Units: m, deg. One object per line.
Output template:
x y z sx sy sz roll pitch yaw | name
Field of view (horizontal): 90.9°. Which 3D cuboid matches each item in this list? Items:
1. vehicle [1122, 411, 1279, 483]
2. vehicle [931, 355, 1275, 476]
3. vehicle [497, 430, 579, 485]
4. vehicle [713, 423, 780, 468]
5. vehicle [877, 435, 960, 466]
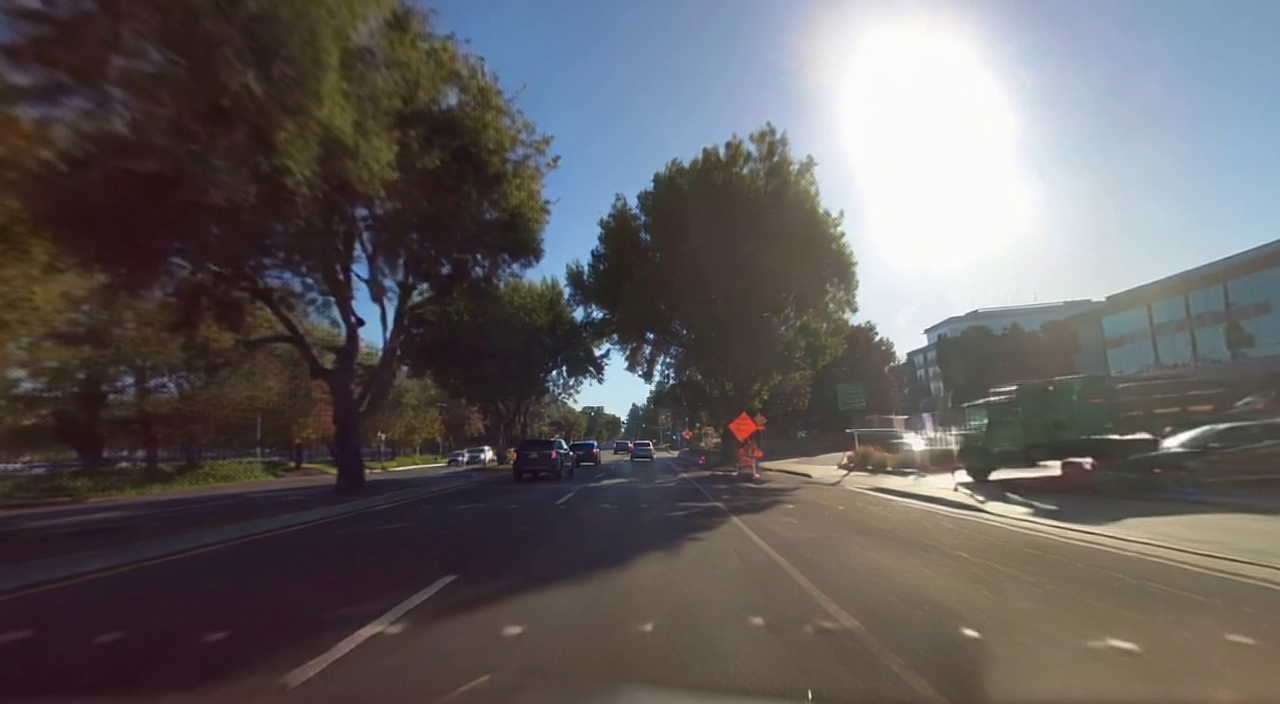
15.599 2.448 16.268 1.874 1.694 4.535 7 -11 -37 | vehicle
14.917 2.144 20.890 8.949 3.673 3.044 0 -8 -2 | vehicle
-3.355 3.575 21.702 2.038 1.682 4.399 0 -8 1 | vehicle
5.711 5.174 34.852 2.653 2.231 6.793 0 -8 1 | vehicle
14.195 5.056 32.441 1.969 1.457 4.719 0 -8 -2 | vehicle
